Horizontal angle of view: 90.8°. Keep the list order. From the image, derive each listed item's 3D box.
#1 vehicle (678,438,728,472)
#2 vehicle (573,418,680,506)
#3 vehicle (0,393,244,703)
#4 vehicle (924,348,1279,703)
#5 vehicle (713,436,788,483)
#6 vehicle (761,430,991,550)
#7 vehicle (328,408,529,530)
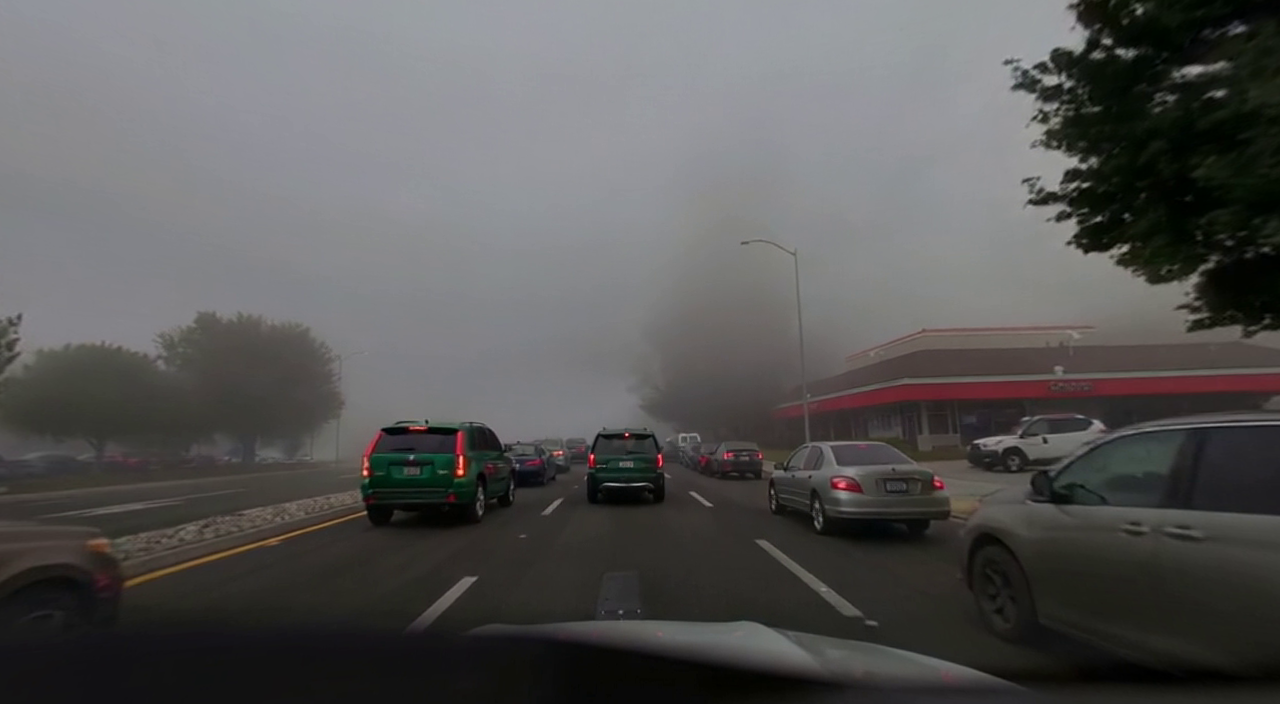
[{"bbox_3d":[2.988,4.972,30.692,1.903,1.529,3.649,0,-9,-2],"label":"vehicle"},{"bbox_3d":[-0.343,2.625,15.442,2.238,1.825,4.190,0,-9,-1],"label":"vehicle"},{"bbox_3d":[-3.718,0.839,1.986,2.051,1.522,4.509,0,-9,-1],"label":"vehicle"},{"bbox_3d":[3.408,0.927,3.014,2.047,1.671,4.267,0,-9,-1],"label":"vehicle"},{"bbox_3d":[3.875,3.868,22.917,1.875,1.521,4.192,0,-9,-1],"label":"vehicle"},{"bbox_3d":[3.376,2.053,10.106,1.900,1.477,4.352,0,-9,-1],"label":"vehicle"},{"bbox_3d":[-3.651,2.134,12.020,2.231,1.853,4.461,0,-9,1],"label":"vehicle"}]
